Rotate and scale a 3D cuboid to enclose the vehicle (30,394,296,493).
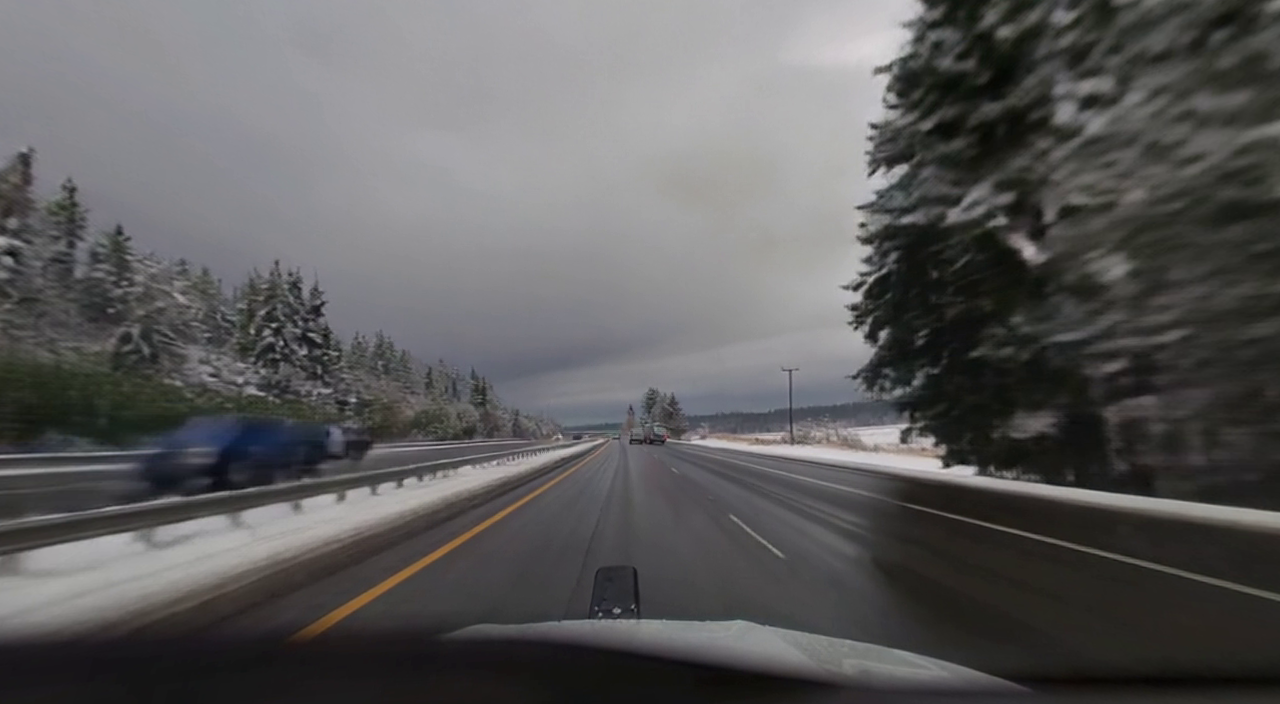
[{"bbox_3d":[-8.784,1.739,12.208,1.925,1.581,4.138,0,-8,-1],"label":"vehicle"}]
